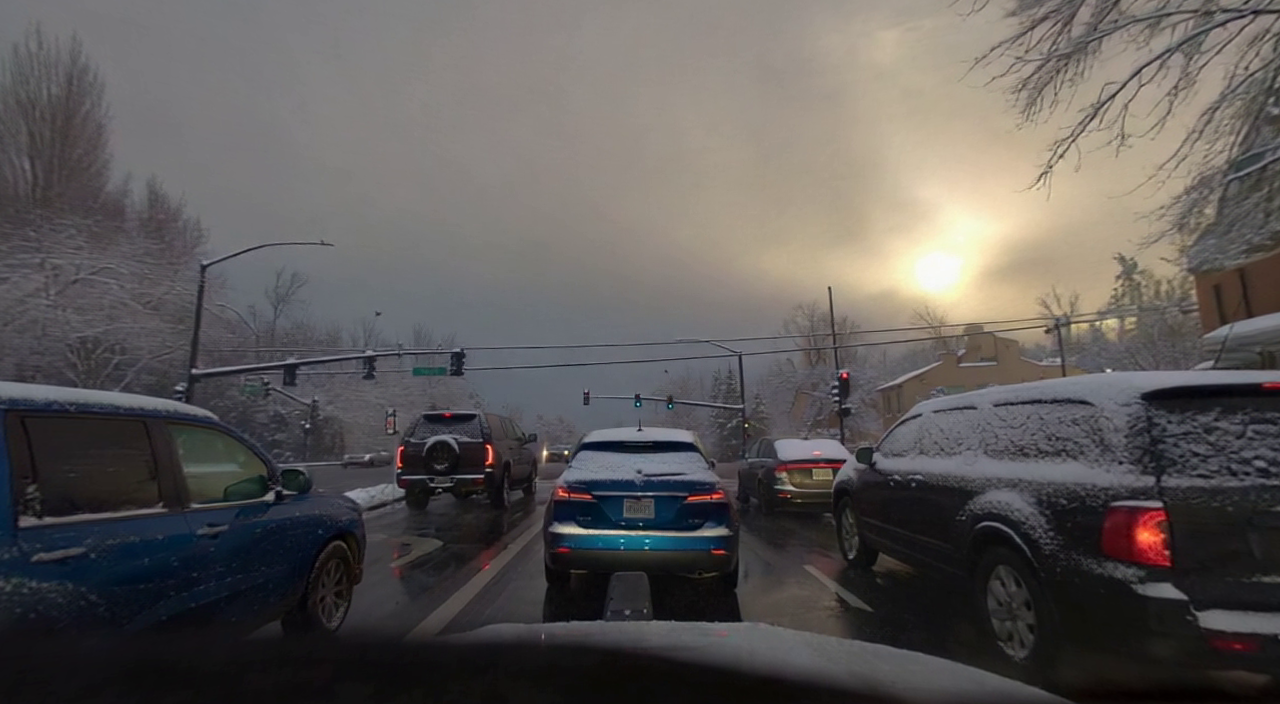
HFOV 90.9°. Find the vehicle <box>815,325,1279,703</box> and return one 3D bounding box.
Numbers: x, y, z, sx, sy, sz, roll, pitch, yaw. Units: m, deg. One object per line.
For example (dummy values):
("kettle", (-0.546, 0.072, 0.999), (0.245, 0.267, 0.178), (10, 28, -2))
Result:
("vehicle", (3.218, 1.136, 5.002), (2.141, 1.833, 4.704), (0, -8, -2))

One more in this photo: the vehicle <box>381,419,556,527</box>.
("vehicle", (-3.177, 2.360, 12.866), (2.117, 1.772, 4.619), (0, -8, 2))

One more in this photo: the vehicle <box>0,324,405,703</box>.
("vehicle", (-3.109, 0.963, 3.361), (1.982, 1.721, 4.261), (0, -8, 1))

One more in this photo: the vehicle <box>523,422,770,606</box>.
("vehicle", (0.031, 1.622, 7.204), (2.021, 1.490, 3.948), (0, -8, -1))
